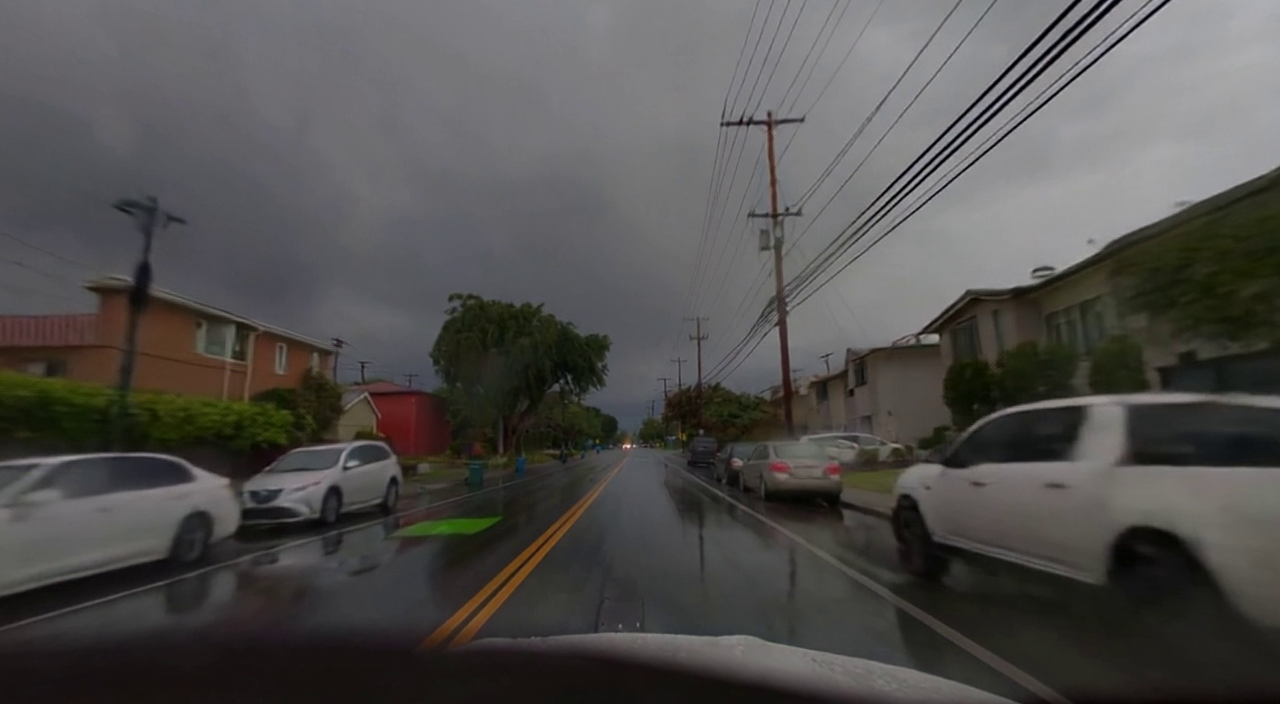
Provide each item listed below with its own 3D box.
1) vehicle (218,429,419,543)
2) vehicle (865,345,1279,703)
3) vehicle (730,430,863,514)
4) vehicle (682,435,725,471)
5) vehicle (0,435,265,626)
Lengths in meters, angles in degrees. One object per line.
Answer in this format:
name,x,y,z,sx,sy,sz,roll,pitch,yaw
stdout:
vehicle,-6.398,2.609,13.285,1.947,1.930,4.306,-2,-7,0
vehicle,3.670,1.146,4.426,2.171,1.796,5.291,0,-8,-1
vehicle,3.530,2.793,15.280,1.955,1.665,4.818,0,-8,0
vehicle,3.791,6.144,38.503,2.088,2.019,4.802,0,-8,-1
vehicle,-6.394,1.699,6.592,2.084,1.573,4.599,-2,-7,1
